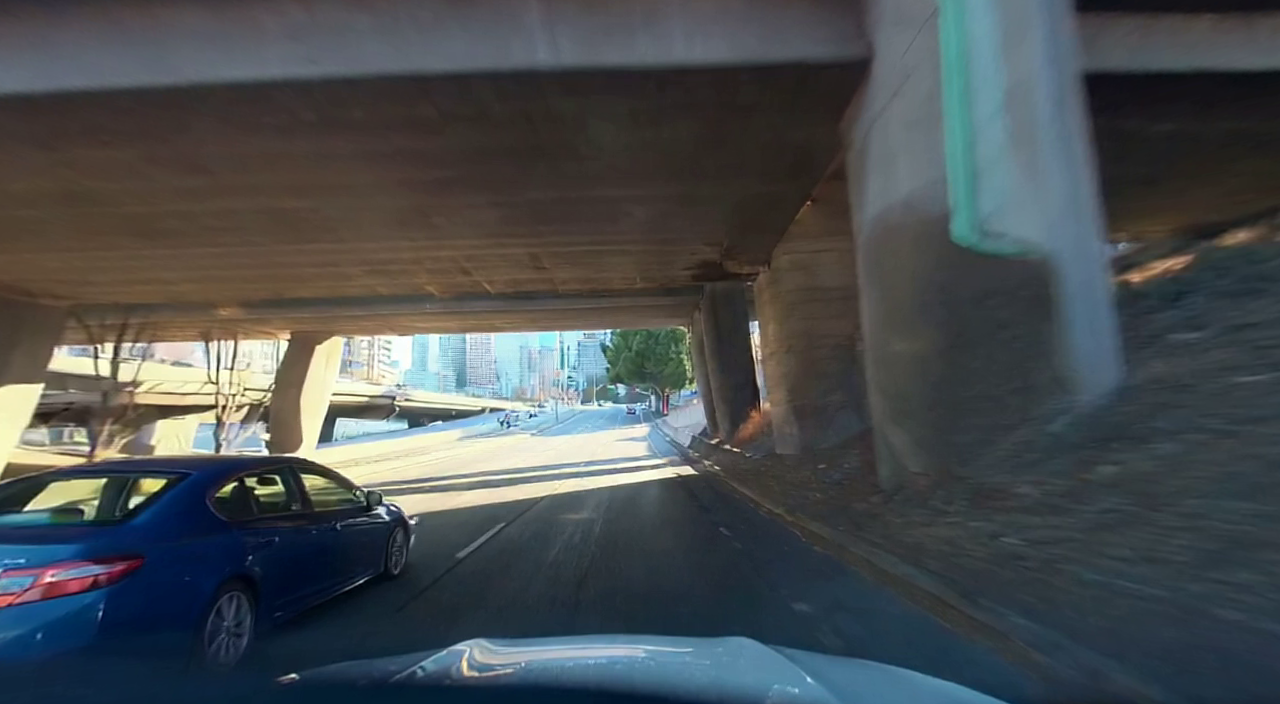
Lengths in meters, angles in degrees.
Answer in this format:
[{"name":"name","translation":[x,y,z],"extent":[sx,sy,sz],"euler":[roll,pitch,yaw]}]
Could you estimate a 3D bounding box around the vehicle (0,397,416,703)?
[{"name":"vehicle","translation":[-3.172,1.156,3.813],"extent":[2.041,1.470,4.290],"euler":[0,-9,0]}]
